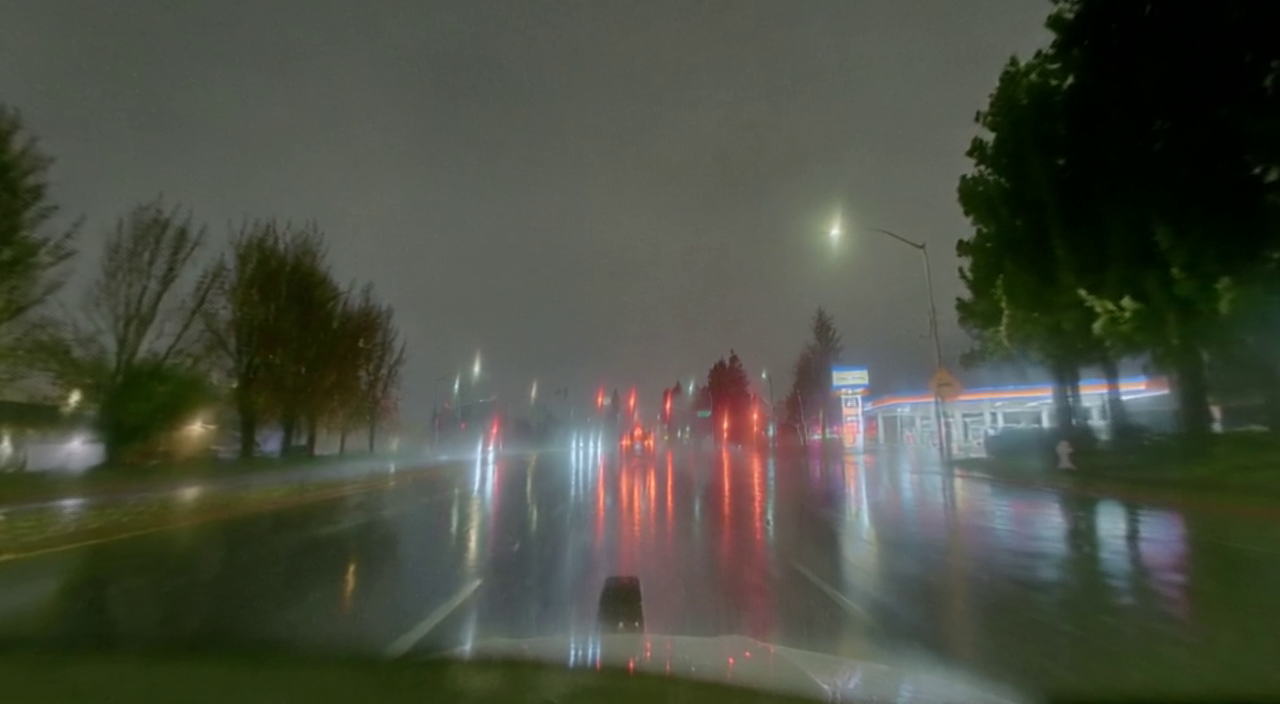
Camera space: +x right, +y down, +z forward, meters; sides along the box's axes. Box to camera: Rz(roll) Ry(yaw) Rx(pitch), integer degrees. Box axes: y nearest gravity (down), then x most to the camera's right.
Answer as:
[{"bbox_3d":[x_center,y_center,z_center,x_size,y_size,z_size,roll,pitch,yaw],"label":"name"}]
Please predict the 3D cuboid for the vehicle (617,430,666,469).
[{"bbox_3d":[0.056,4.692,30.377,2.213,1.715,4.242,0,-8,0],"label":"vehicle"}]

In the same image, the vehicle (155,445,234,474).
[{"bbox_3d":[-28.326,6.783,39.985,4.662,1.677,2.026,-4,-9,27],"label":"vehicle"}]

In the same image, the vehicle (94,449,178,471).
[{"bbox_3d":[-38.506,8.229,48.227,4.536,1.613,2.000,4,-9,-25],"label":"vehicle"}]

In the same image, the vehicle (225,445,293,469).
[{"bbox_3d":[-28.413,7.796,46.940,4.428,1.708,1.952,-3,-9,21],"label":"vehicle"}]
